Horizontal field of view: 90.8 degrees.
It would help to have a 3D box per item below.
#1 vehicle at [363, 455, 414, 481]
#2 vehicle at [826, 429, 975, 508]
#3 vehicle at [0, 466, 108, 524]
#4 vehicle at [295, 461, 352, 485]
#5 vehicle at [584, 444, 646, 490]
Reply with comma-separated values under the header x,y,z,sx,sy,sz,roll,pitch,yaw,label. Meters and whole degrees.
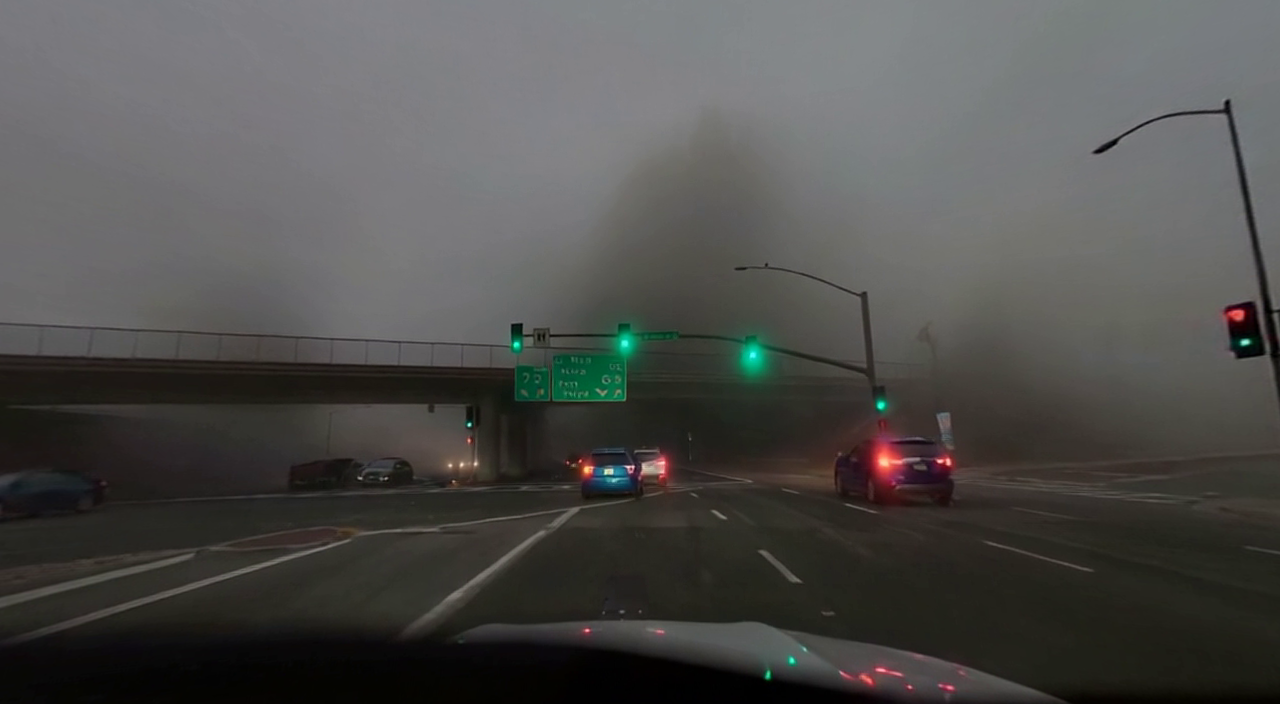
x,y,z,sx,sy,sz,roll,pitch,yaw,label
-19.339,8.903,48.845,1.990,1.789,4.973,0,-8,-1,vehicle
6.662,3.011,16.801,2.074,1.785,4.320,0,-8,-1,vehicle
-19.333,4.391,19.681,1.857,1.534,4.221,0,-8,-1,vehicle
-23.256,8.870,46.642,1.849,1.539,4.665,0,-8,-1,vehicle
-0.948,4.782,26.711,2.060,1.768,4.681,-1,-8,4,vehicle
